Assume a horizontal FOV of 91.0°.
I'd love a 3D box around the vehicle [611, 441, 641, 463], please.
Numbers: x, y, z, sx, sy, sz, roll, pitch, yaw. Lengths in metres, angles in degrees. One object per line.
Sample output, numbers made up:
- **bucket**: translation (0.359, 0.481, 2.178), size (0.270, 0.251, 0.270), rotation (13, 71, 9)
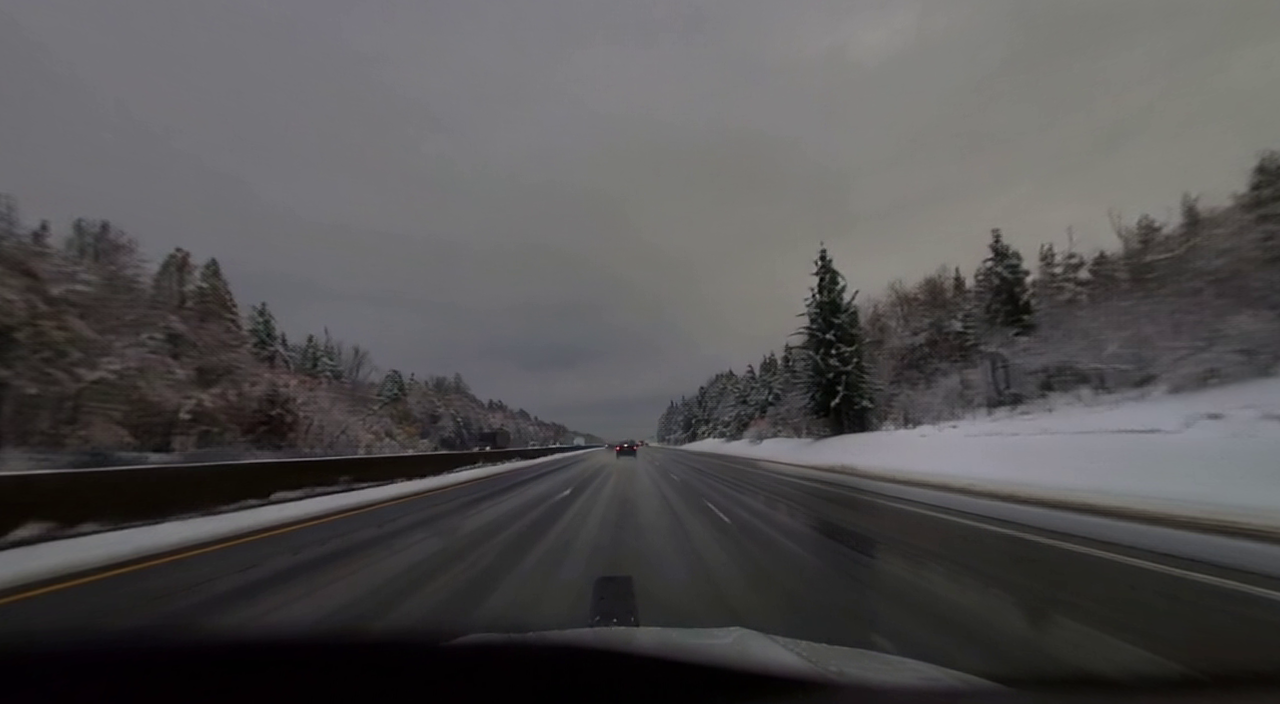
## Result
- **vehicle**: translation (-1.075, 7.729, 48.660), size (2.158, 1.562, 4.373), rotation (0, -8, -1)
